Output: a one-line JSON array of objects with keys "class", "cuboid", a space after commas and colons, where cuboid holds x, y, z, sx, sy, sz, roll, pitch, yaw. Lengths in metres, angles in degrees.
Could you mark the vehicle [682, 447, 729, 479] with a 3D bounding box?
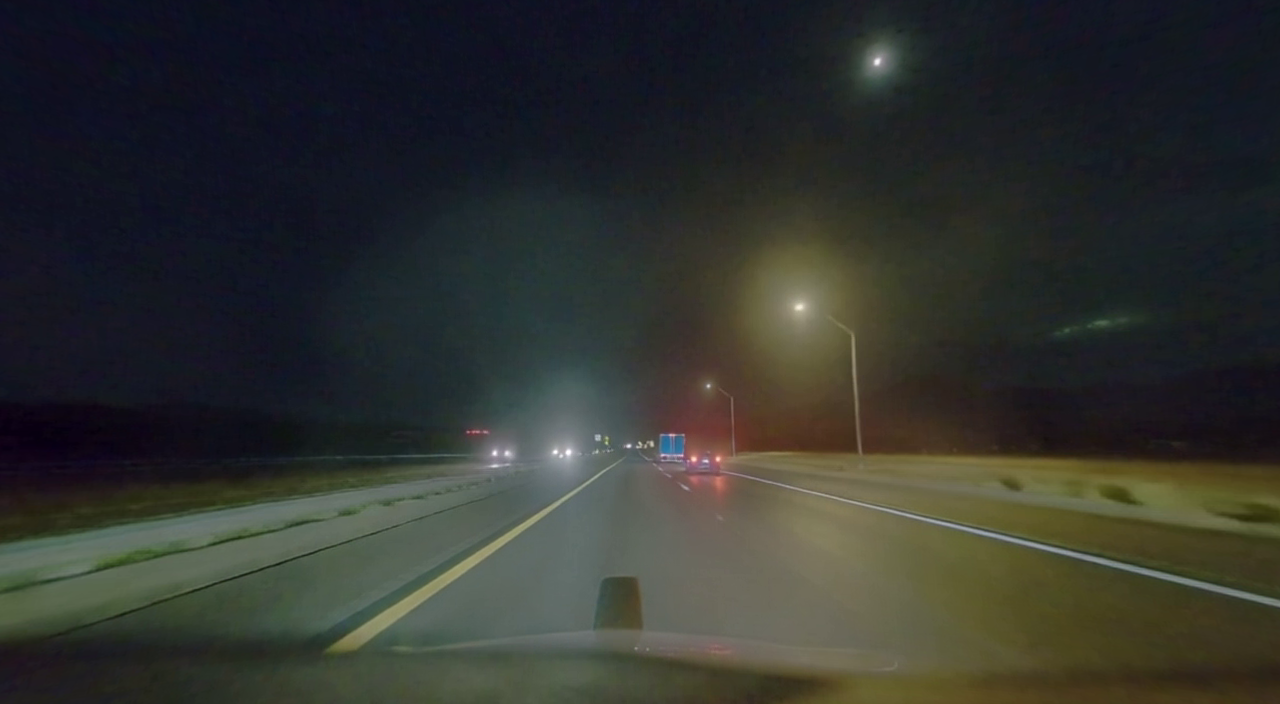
[{"class": "vehicle", "cuboid": [3.242, 5.530, 31.584, 1.836, 1.459, 3.766, 0, -9, -2]}]
